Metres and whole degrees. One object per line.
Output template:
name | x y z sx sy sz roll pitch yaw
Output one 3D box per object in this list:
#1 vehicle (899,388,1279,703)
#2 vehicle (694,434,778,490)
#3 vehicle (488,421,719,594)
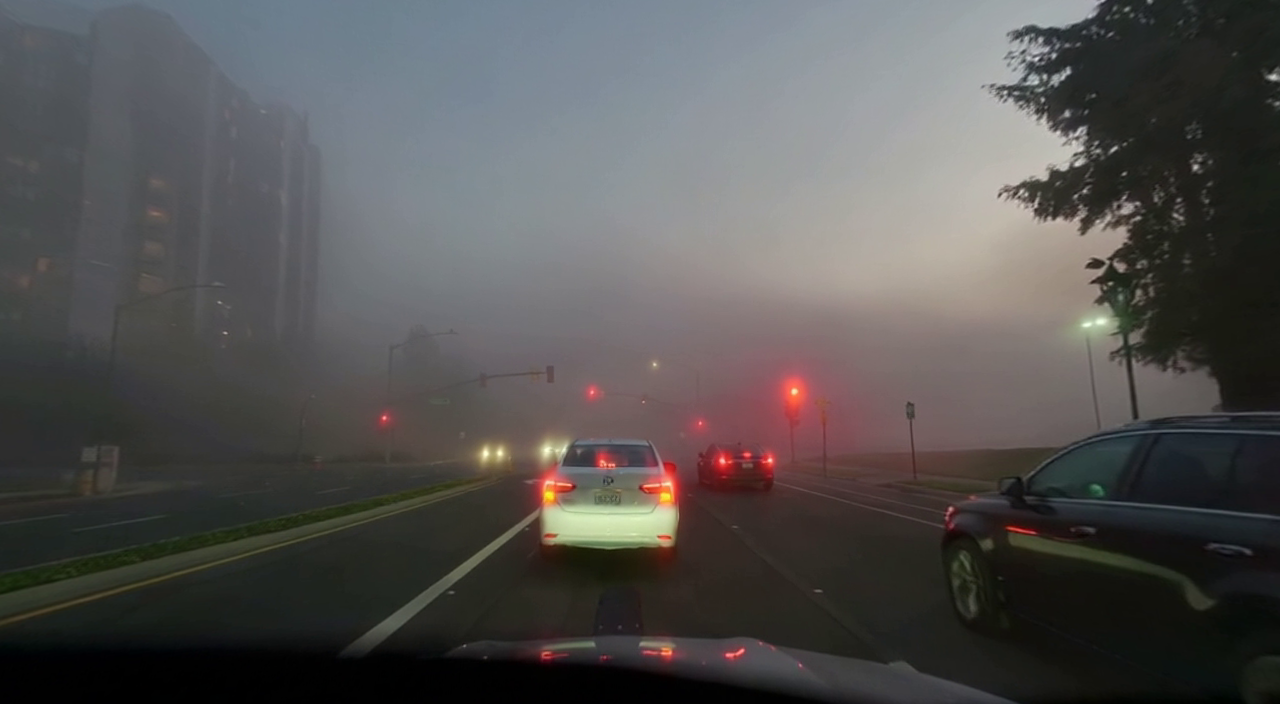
vehicle | 3.162 1.004 3.114 1.910 1.474 4.263 0 -9 -1
vehicle | 2.906 3.436 20.065 1.874 1.556 4.116 0 -9 -2
vehicle | -0.349 1.632 7.364 2.006 1.487 3.535 0 -9 -1
